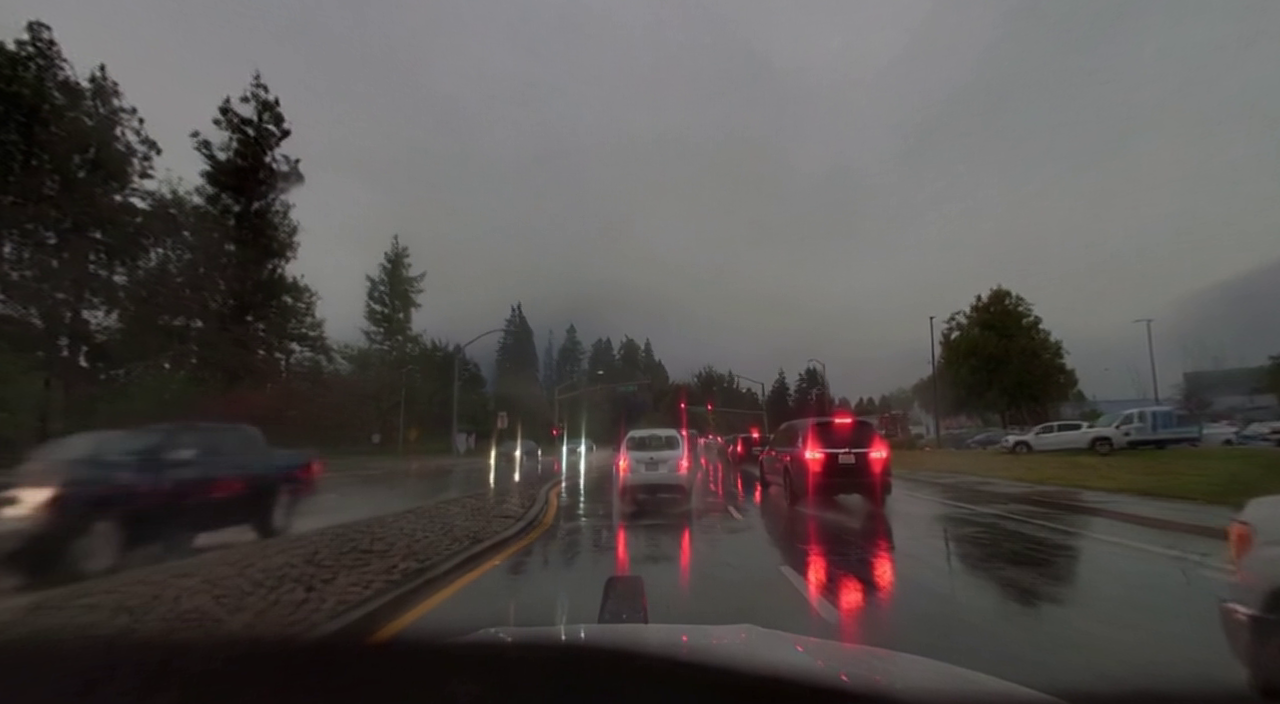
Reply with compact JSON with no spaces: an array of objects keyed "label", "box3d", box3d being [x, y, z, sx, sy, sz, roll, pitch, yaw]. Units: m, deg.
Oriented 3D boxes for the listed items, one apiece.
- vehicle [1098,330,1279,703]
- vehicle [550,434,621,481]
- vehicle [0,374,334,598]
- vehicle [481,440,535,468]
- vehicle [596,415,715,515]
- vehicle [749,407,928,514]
[{"label":"vehicle","box3d":[3.508,0.592,0.983,2.114,1.765,4.647,0,-9,1]},{"label":"vehicle","box3d":[-1.892,3.815,23.128,2.023,1.494,4.259,-2,-8,3]},{"label":"vehicle","box3d":[-6.830,1.621,8.428,2.355,2.005,5.673,0,-9,3]},{"label":"vehicle","box3d":[-7.455,5.801,36.068,1.868,1.496,4.219,-1,-9,5]},{"label":"vehicle","box3d":[0.394,2.309,13.293,2.113,1.768,3.901,0,-9,3]},{"label":"vehicle","box3d":[3.988,2.352,14.075,2.317,1.857,5.940,0,-9,3]}]
